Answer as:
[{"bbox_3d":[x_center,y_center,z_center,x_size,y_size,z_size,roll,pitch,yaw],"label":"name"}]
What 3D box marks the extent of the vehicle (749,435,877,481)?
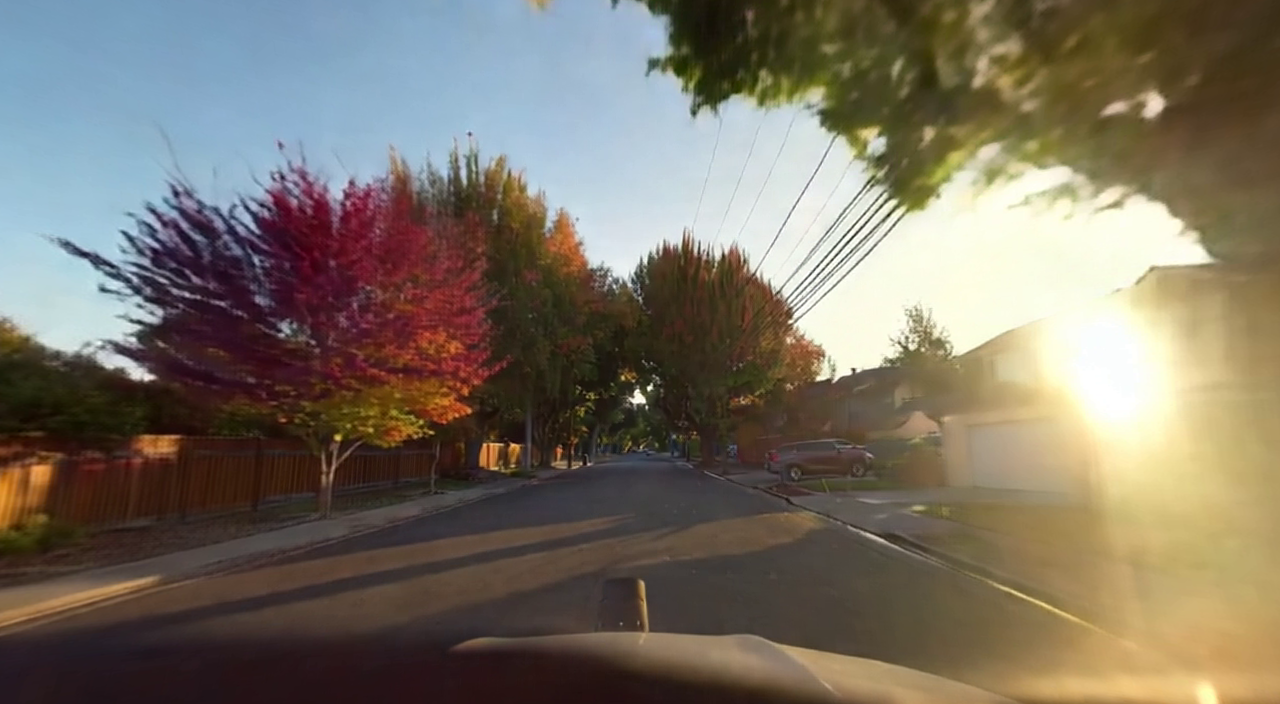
[{"bbox_3d":[7.202,4.447,26.689,4.806,1.851,2.050,0,-9,2],"label":"vehicle"}]
